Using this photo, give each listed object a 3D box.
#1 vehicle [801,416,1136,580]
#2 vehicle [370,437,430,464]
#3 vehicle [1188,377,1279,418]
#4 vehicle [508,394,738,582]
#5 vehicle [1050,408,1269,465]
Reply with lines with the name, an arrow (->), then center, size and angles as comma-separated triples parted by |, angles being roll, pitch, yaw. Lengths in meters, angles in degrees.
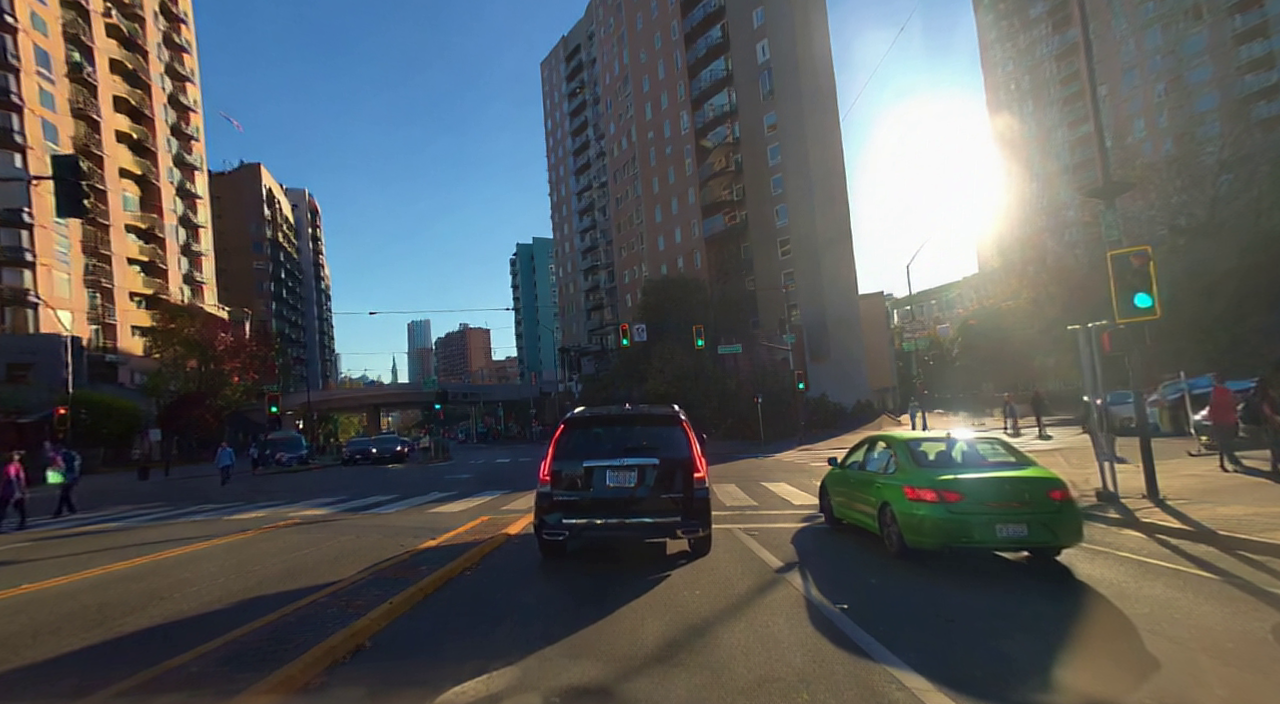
vehicle -> 3.691, 1.719, 8.302 | 1.987, 1.538, 4.510 | 0, -8, 0
vehicle -> -16.220, 6.674, 43.030 | 2.132, 1.710, 4.504 | 0, -8, 2
vehicle -> 26.564, 1.986, 27.163 | 4.287, 1.639, 1.729 | 0, -8, 1
vehicle -> -0.146, 1.596, 8.128 | 2.168, 1.776, 4.135 | 0, -8, 0
vehicle -> 14.272, 2.371, 17.577 | 4.354, 1.466, 1.863 | 0, -8, 2
